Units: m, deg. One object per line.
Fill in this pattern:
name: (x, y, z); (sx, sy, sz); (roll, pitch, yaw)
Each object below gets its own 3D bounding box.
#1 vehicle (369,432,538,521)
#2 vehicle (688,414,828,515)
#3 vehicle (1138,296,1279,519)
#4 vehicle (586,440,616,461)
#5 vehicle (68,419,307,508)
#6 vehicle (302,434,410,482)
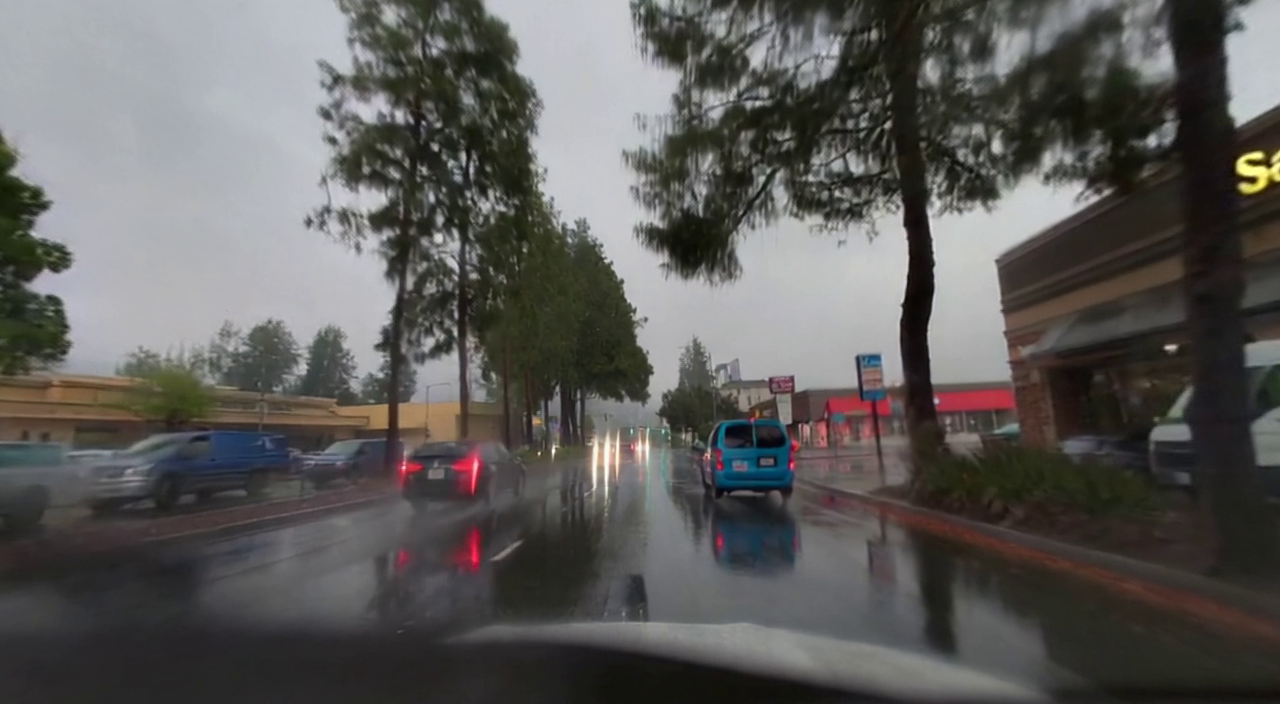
vehicle: (-3.519, 2.432, 12.828); (1.966, 1.481, 4.385); (0, -8, 2)
vehicle: (2.255, 2.328, 13.408); (2.293, 1.779, 4.457); (0, -8, 2)
vehicle: (13.161, 0.975, 10.425); (7.188, 3.303, 2.772); (0, -8, 0)
vehicle: (-2.800, 7.200, 45.868); (1.840, 1.442, 4.050); (0, -8, 1)
vehicle: (-11.856, 2.963, 17.193); (2.359, 2.018, 5.504); (0, -8, 1)
vehicle: (-11.694, 4.383, 26.334); (2.117, 1.787, 4.917); (0, -8, 1)
